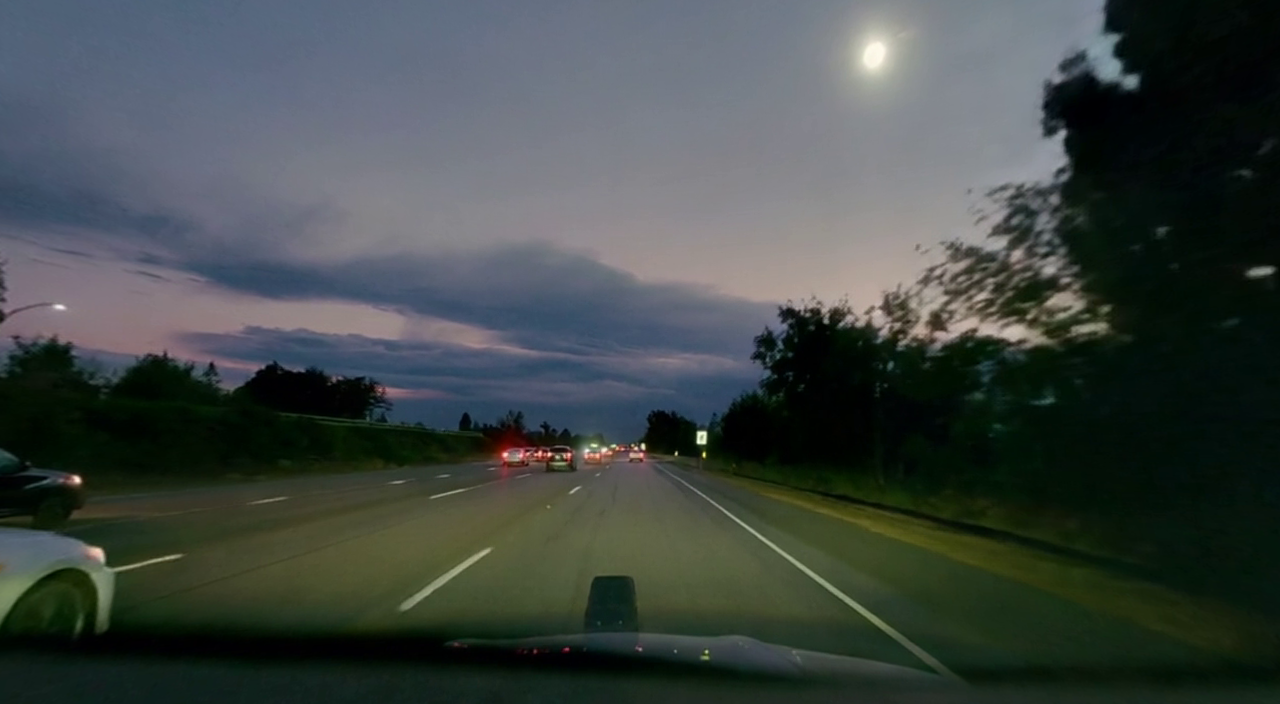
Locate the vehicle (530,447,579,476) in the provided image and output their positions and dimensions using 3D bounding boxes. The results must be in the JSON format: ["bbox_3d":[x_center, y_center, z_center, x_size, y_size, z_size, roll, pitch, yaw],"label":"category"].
[{"bbox_3d":[-4.674,6.028,34.933,2.120,1.458,4.031,0,-9,1],"label":"vehicle"}]
